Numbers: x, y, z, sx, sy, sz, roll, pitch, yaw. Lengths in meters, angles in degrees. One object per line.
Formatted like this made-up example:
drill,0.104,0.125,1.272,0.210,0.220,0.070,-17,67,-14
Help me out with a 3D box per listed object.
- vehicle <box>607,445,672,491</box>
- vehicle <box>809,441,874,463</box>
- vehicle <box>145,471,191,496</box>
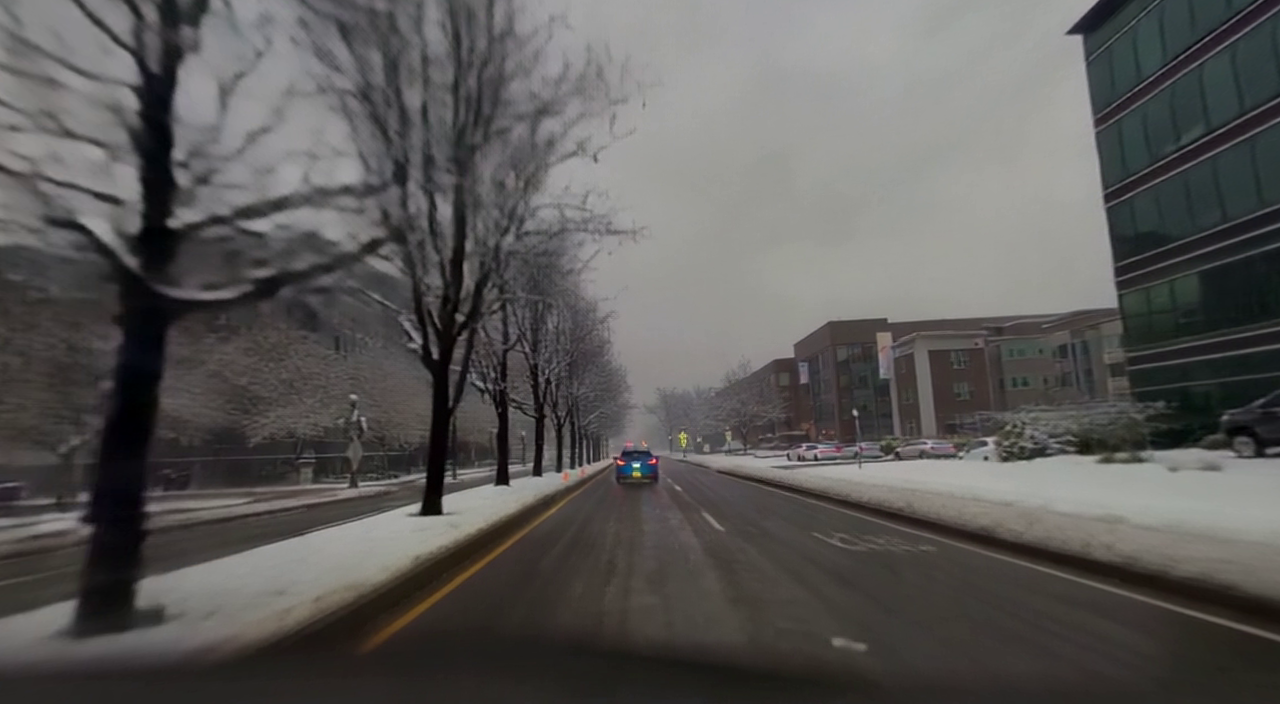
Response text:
vehicle,-0.095,3.994,22.078,2.063,1.442,4.135,0,-9,-2
vehicle,14.373,7.130,45.051,4.003,1.476,1.884,-2,-8,2
vehicle,-32.458,9.019,43.282,1.970,1.476,3.940,8,-12,-42
